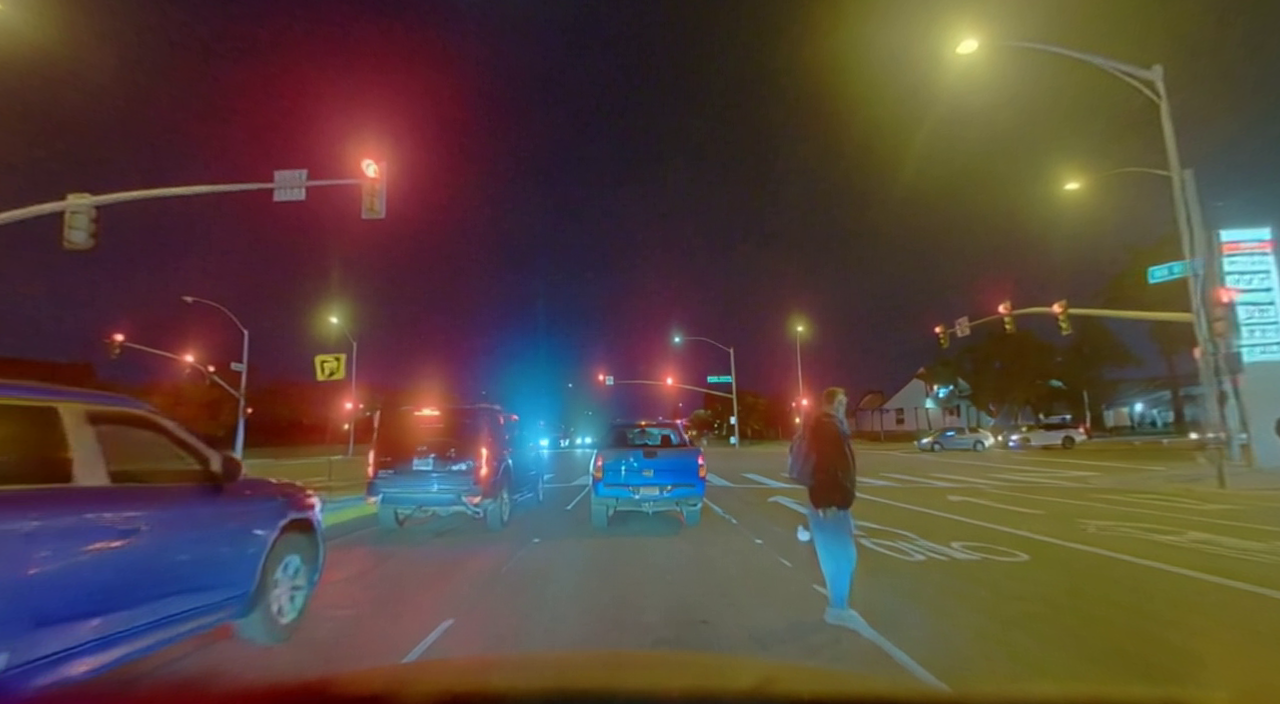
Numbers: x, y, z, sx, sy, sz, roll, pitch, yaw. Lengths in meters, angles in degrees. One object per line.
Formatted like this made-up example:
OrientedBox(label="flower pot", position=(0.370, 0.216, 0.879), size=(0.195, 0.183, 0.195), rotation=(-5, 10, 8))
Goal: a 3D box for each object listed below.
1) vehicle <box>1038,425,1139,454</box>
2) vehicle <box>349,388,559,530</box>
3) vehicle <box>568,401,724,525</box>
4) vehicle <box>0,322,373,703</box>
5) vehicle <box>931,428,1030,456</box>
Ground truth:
OrientedBox(label="vehicle", position=(28.213, 5.535, 39.598), size=(4.849, 1.759, 2.041), rotation=(0, -8, -2))
OrientedBox(label="vehicle", position=(-2.846, 1.813, 11.040), size=(2.220, 1.926, 4.870), rotation=(0, -8, -1))
OrientedBox(label="vehicle", position=(0.039, 1.914, 11.306), size=(2.204, 1.738, 4.690), rotation=(0, -8, -1))
OrientedBox(label="vehicle", position=(-3.311, 0.867, 3.050), size=(2.006, 1.707, 4.448), rotation=(0, -8, 1))
OrientedBox(label="vehicle", position=(19.560, 5.193, 36.207), size=(4.624, 1.601, 1.871), rotation=(0, -8, -3))
